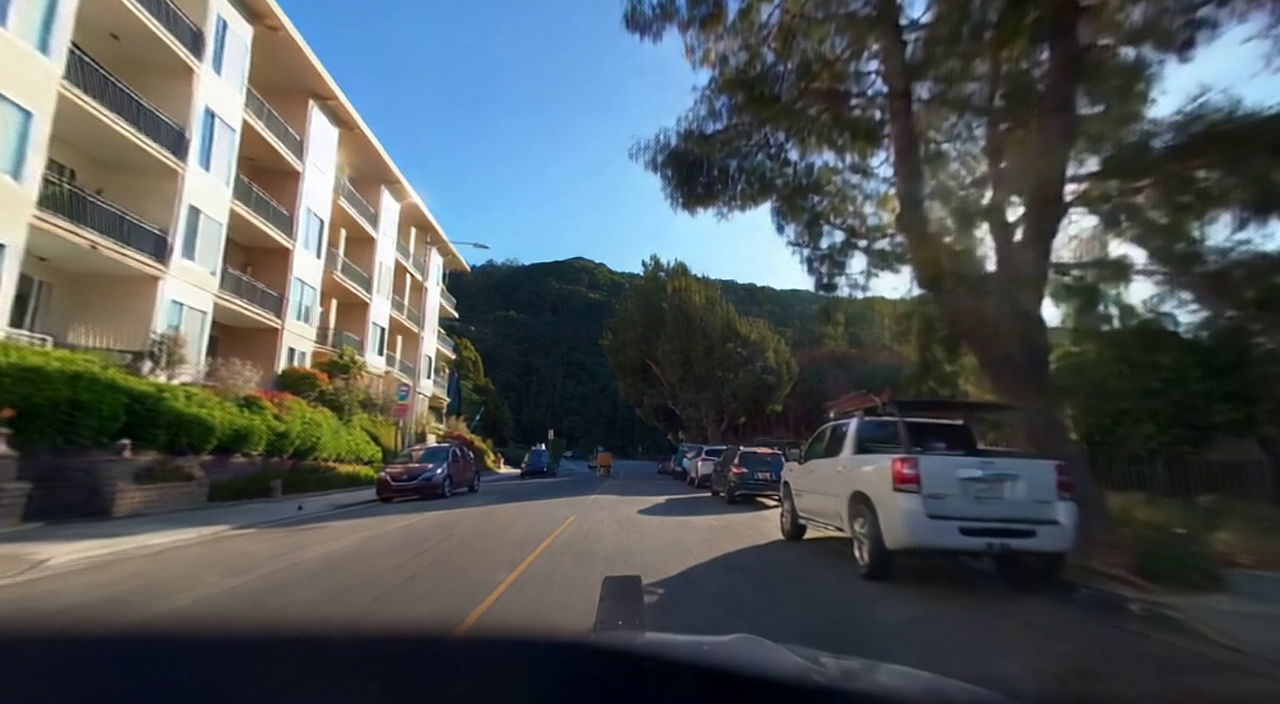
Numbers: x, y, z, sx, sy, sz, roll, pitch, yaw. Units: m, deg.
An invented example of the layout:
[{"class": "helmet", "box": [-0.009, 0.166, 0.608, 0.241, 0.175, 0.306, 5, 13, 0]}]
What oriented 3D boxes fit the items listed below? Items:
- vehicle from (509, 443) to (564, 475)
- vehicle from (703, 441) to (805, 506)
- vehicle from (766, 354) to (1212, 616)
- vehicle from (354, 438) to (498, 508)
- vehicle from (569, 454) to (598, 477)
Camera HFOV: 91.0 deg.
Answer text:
[{"class": "vehicle", "box": [-6.676, 7.101, 41.341, 2.692, 1.949, 5.948, 0, -11, -1]}, {"class": "vehicle", "box": [3.042, 3.335, 17.799, 1.926, 1.602, 4.433, 0, -9, -2]}, {"class": "vehicle", "box": [3.462, 1.499, 8.026, 2.482, 2.184, 5.383, 0, -9, -1]}, {"class": "vehicle", "box": [-6.354, 3.655, 19.634, 2.374, 1.843, 5.638, 0, -8, 1]}, {"class": "vehicle", "box": [-3.907, 7.994, 44.247, 1.856, 1.474, 4.522, 1, -11, -3]}]
